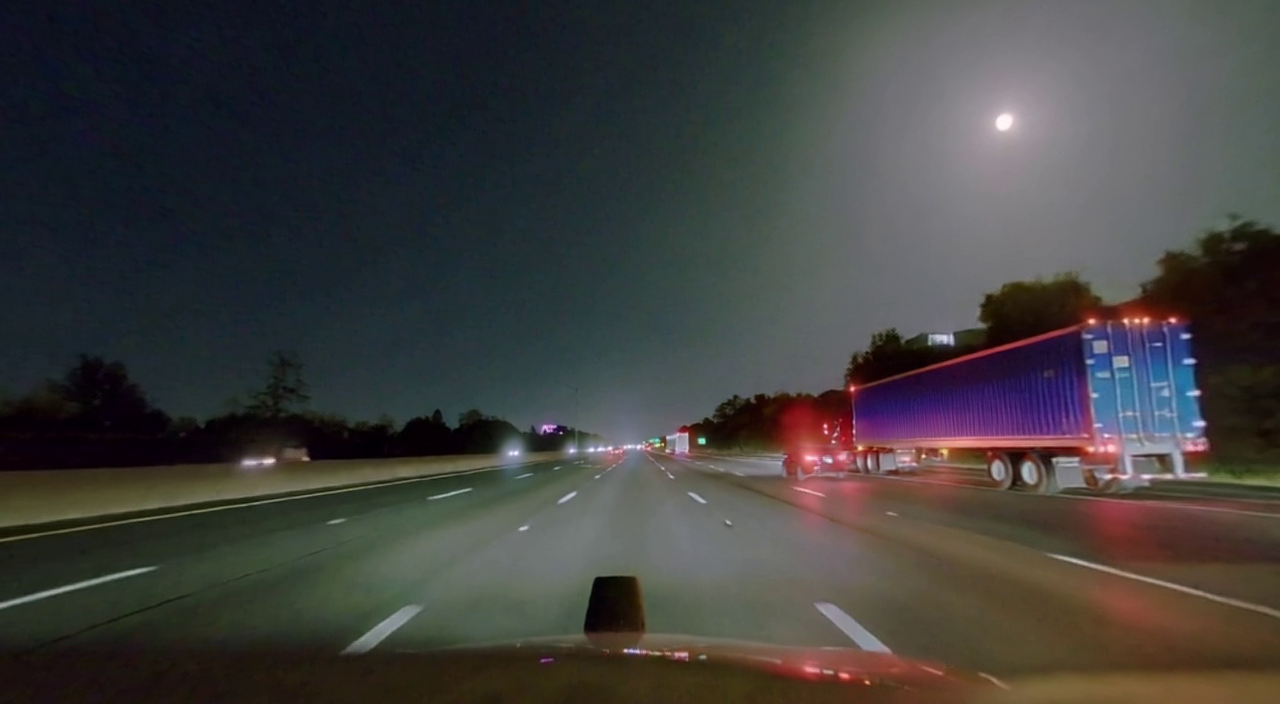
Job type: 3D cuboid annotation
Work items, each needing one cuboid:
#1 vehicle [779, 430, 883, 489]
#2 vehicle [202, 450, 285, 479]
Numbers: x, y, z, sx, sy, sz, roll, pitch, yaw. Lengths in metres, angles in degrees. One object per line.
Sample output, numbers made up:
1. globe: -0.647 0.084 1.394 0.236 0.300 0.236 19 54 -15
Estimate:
1. vehicle: 6.338 3.635 21.540 2.096 1.767 4.601 0 -9 0
2. vehicle: -24.064 6.808 38.431 1.981 1.604 4.605 0 -9 1
